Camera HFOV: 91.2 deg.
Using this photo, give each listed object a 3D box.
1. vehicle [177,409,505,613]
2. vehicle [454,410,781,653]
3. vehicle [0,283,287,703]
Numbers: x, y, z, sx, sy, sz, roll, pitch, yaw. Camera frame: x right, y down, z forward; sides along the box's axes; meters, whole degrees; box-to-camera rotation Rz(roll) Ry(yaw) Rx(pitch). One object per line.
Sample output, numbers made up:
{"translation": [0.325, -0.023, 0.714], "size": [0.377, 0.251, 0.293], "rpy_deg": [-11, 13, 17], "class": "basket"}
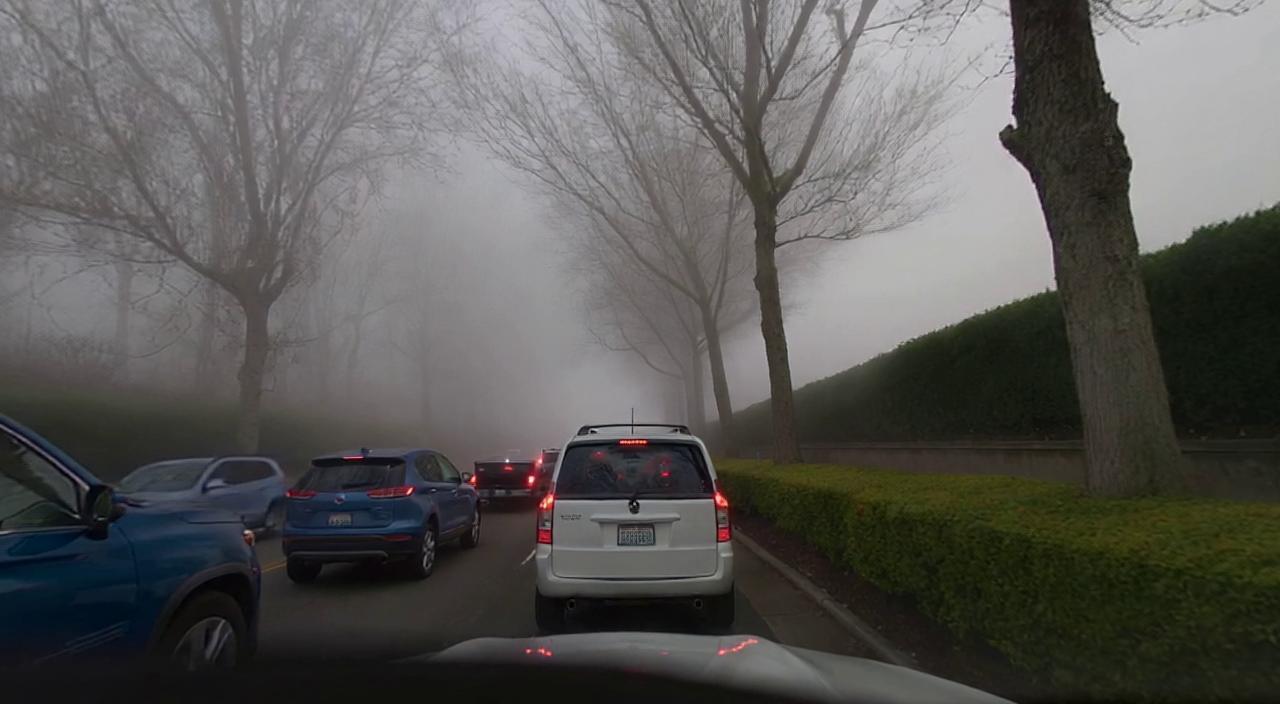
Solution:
{"translation": [-3.417, 1.855, 8.322], "size": [2.256, 1.728, 4.421], "rpy_deg": [-6, -8, -2], "class": "vehicle"}
{"translation": [-0.170, 1.503, 6.229], "size": [2.154, 1.581, 4.007], "rpy_deg": [0, -9, -1], "class": "vehicle"}
{"translation": [-3.279, 0.681, 1.258], "size": [2.205, 1.913, 5.327], "rpy_deg": [-6, -8, -2], "class": "vehicle"}
